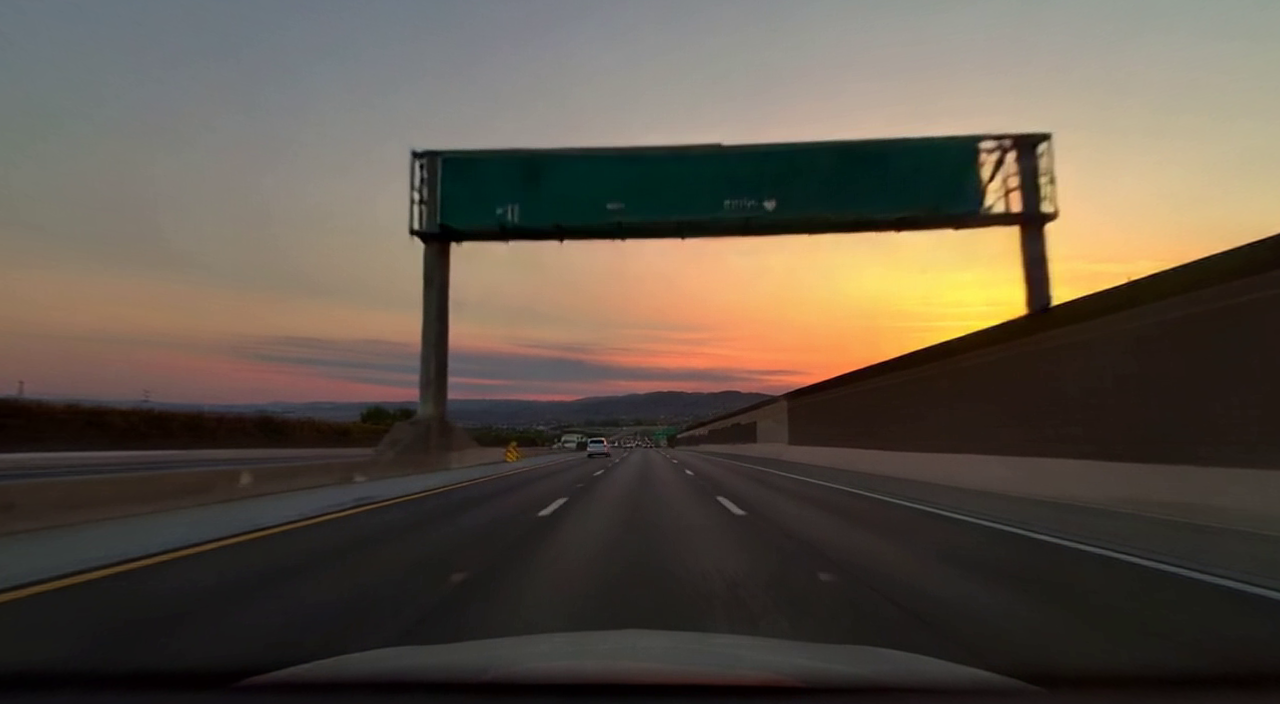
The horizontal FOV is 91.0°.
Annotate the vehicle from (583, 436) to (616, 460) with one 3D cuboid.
[{"bbox_3d":[-3.029,7.268,47.906,2.189,1.707,4.692,0,-8,1],"label":"vehicle"}]
